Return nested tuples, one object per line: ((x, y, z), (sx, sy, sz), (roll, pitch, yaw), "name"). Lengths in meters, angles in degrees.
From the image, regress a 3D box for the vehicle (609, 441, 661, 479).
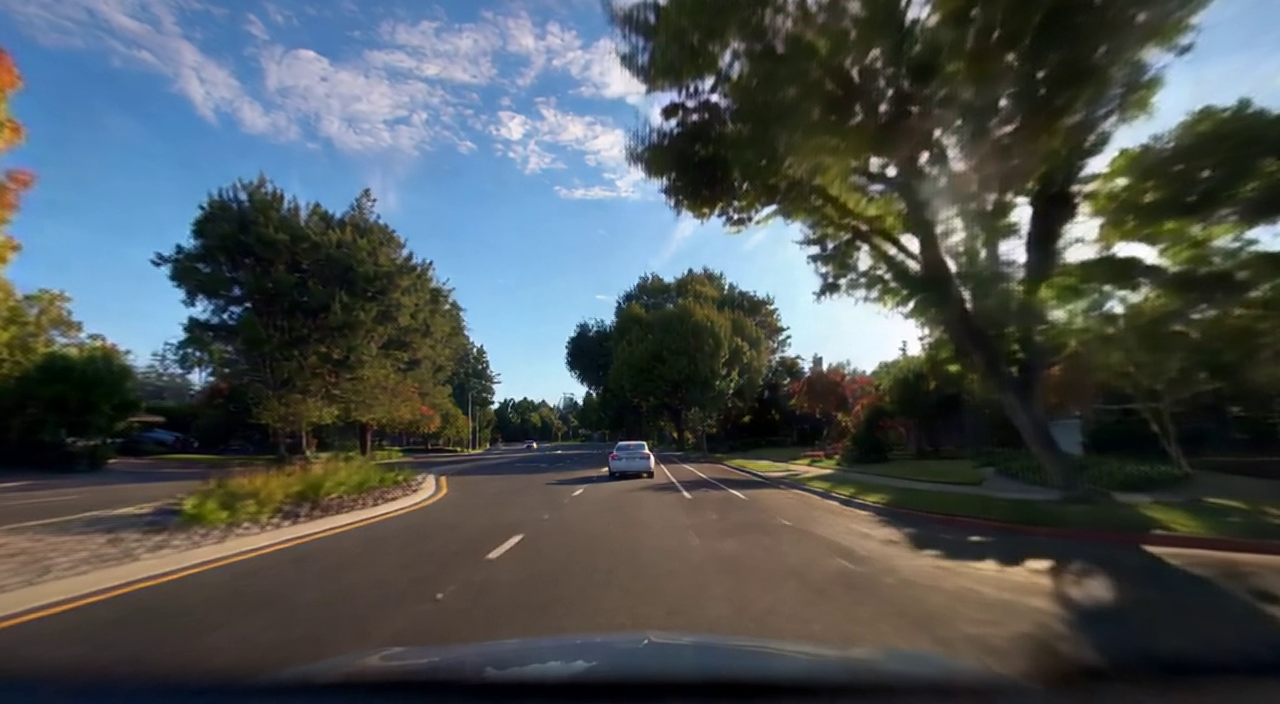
((-0.178, 4.495, 26.600), (2.009, 1.456, 4.003), (0, -8, 1), "vehicle")

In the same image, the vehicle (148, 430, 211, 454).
((-35.144, 6.845, 48.156), (3.451, 1.541, 1.784), (3, -7, 7), "vehicle")

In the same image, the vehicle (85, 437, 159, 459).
((-35.077, 6.506, 42.702), (3.471, 1.391, 1.625), (0, -8, -1), "vehicle")
